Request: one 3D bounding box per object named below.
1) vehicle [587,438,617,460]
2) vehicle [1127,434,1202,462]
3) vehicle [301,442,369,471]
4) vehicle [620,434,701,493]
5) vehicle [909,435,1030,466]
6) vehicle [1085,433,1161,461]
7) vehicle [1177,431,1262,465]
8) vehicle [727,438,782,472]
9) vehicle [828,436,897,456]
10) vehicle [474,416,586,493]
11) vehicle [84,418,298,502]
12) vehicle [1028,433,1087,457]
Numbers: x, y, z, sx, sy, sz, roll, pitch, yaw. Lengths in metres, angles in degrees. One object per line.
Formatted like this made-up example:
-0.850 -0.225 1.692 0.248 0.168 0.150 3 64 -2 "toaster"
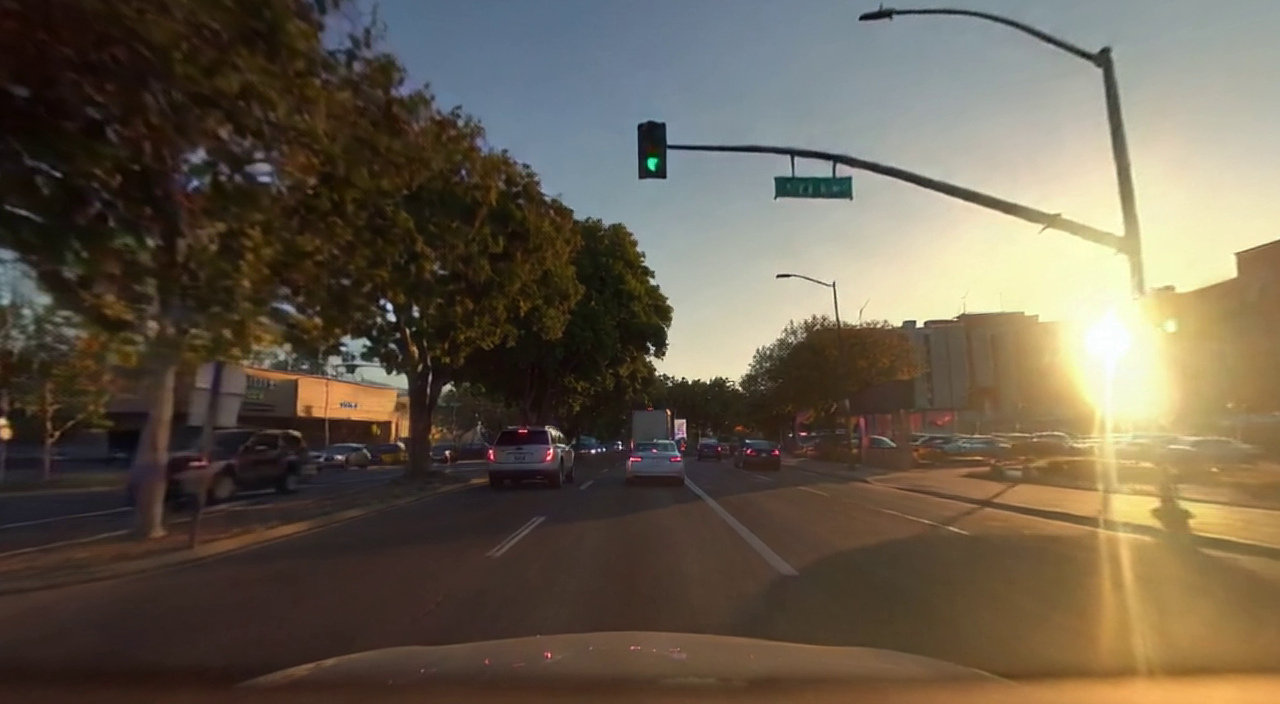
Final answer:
-2.782 7.173 46.647 1.902 1.522 3.523 0 -8 2 "vehicle"
28.433 5.187 34.125 3.873 1.429 1.765 5 -9 -30 "vehicle"
-18.677 6.403 38.836 1.945 1.666 4.478 0 -8 -1 "vehicle"
0.538 3.152 18.223 2.061 1.494 4.079 0 -8 0 "vehicle"
15.613 4.699 30.033 4.756 1.422 1.831 0 -8 -1 "vehicle"
28.482 5.583 37.148 4.207 1.443 1.889 3 -9 -29 "vehicle"
29.251 4.799 31.777 4.225 1.502 1.915 3 -9 -32 "vehicle"
5.423 4.914 30.422 1.900 1.507 4.151 0 -8 0 "vehicle"
16.358 6.938 46.532 4.323 1.496 1.937 0 -8 -1 "vehicle"
-3.011 2.974 18.626 2.289 1.935 5.227 0 -8 1 "vehicle"
-11.758 2.869 17.108 2.165 1.926 4.899 0 -8 0 "vehicle"
28.851 6.403 43.518 3.799 1.541 1.747 5 -10 -30 "vehicle"
